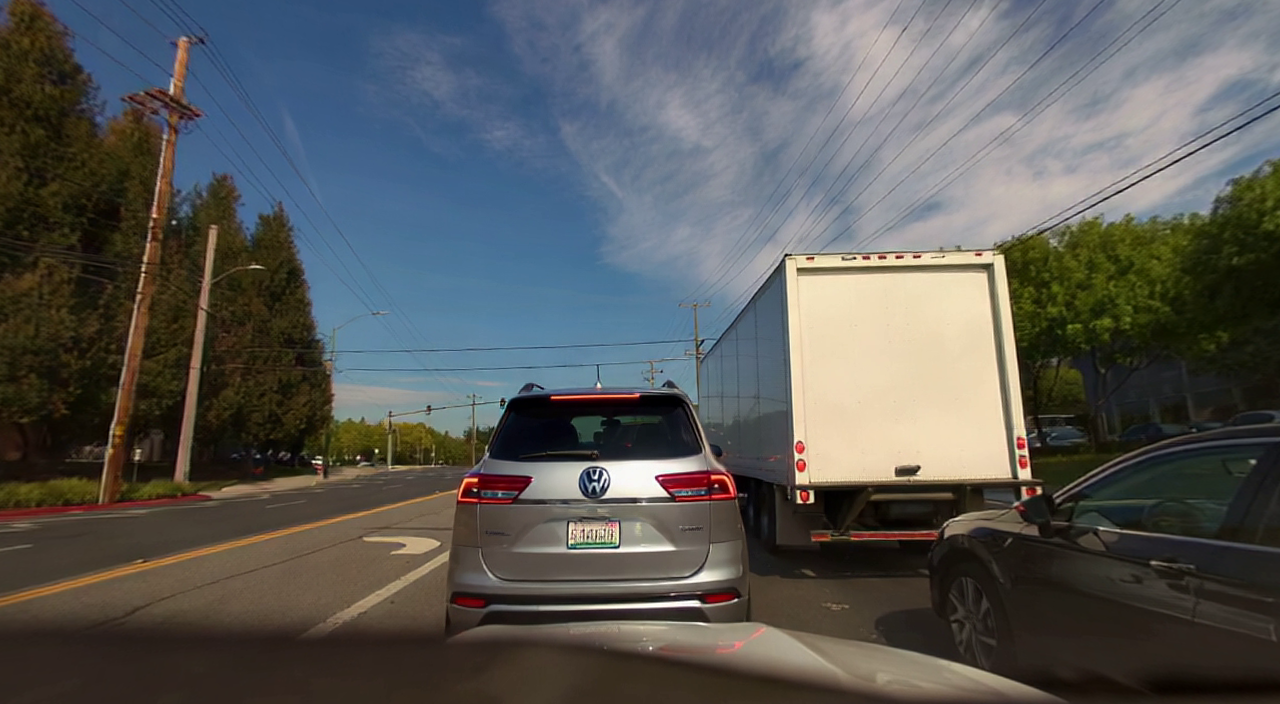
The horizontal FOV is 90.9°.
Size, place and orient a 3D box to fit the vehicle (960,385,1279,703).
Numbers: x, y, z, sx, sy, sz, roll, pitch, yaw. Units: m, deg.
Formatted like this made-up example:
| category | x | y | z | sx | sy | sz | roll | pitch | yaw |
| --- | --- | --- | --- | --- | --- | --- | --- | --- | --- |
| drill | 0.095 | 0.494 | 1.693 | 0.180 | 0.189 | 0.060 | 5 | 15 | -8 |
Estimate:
| category | x | y | z | sx | sy | sz | roll | pitch | yaw |
| --- | --- | --- | --- | --- | --- | --- | --- | --- | --- |
| vehicle | 2.826 | 0.749 | 1.190 | 1.971 | 1.484 | 4.728 | 0 | -8 | 0 |

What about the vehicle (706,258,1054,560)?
| category | x | y | z | sx | sy | sz | roll | pitch | yaw |
| --- | --- | --- | --- | --- | --- | --- | --- | --- | --- |
| vehicle | 3.228 | 1.250 | 11.832 | 2.915 | 3.559 | 8.848 | 0 | -8 | -1 |

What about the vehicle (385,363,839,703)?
| category | x | y | z | sx | sy | sz | roll | pitch | yaw |
| --- | --- | --- | --- | --- | --- | --- | --- | --- | --- |
| vehicle | -0.127 | 1.227 | 5.134 | 2.114 | 1.732 | 4.230 | 0 | -8 | 0 |
